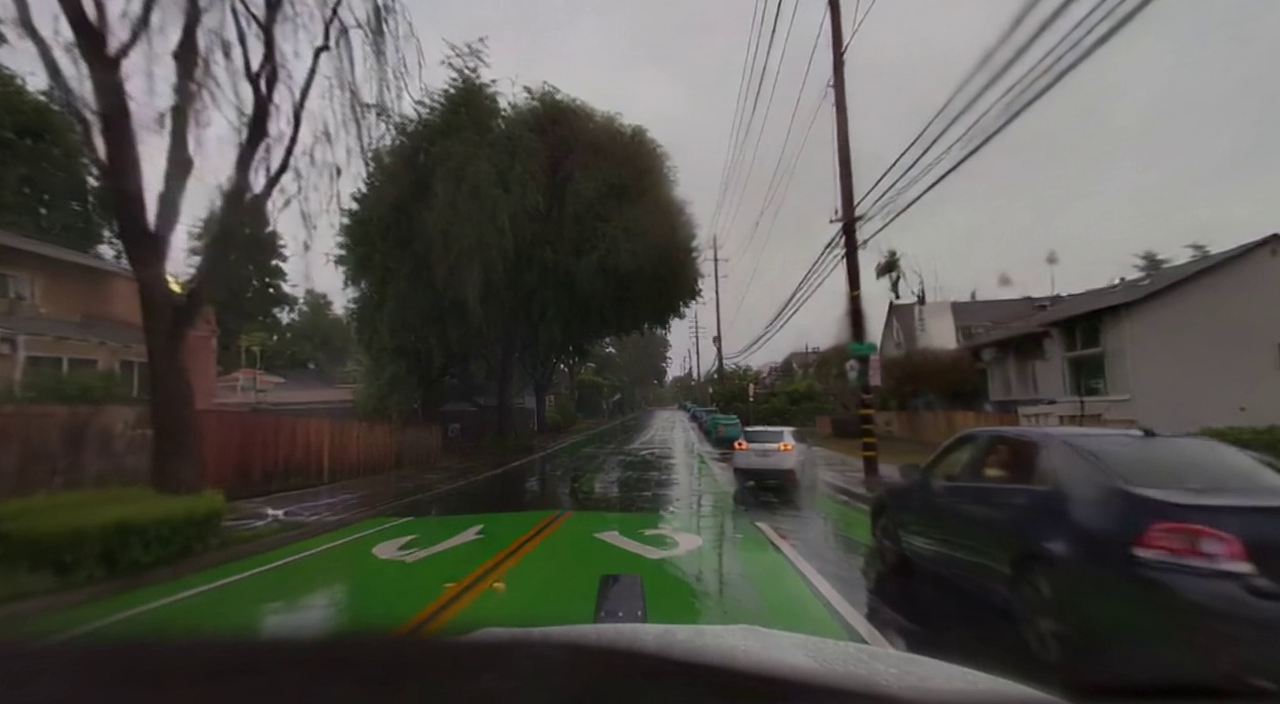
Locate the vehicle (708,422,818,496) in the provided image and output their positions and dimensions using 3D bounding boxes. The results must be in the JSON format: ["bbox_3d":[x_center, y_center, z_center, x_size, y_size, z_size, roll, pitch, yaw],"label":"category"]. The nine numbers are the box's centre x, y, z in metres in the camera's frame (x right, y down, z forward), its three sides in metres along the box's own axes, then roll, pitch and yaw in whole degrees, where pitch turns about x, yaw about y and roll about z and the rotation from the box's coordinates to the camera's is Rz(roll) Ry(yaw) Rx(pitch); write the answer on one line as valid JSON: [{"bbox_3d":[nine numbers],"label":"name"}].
[{"bbox_3d":[3.016,2.563,15.450,2.235,1.500,4.496,-2,-9,12],"label":"vehicle"}]

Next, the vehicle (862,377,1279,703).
[{"bbox_3d":[3.446,1.277,4.839,1.909,1.694,4.472,0,-9,1],"label":"vehicle"}]
